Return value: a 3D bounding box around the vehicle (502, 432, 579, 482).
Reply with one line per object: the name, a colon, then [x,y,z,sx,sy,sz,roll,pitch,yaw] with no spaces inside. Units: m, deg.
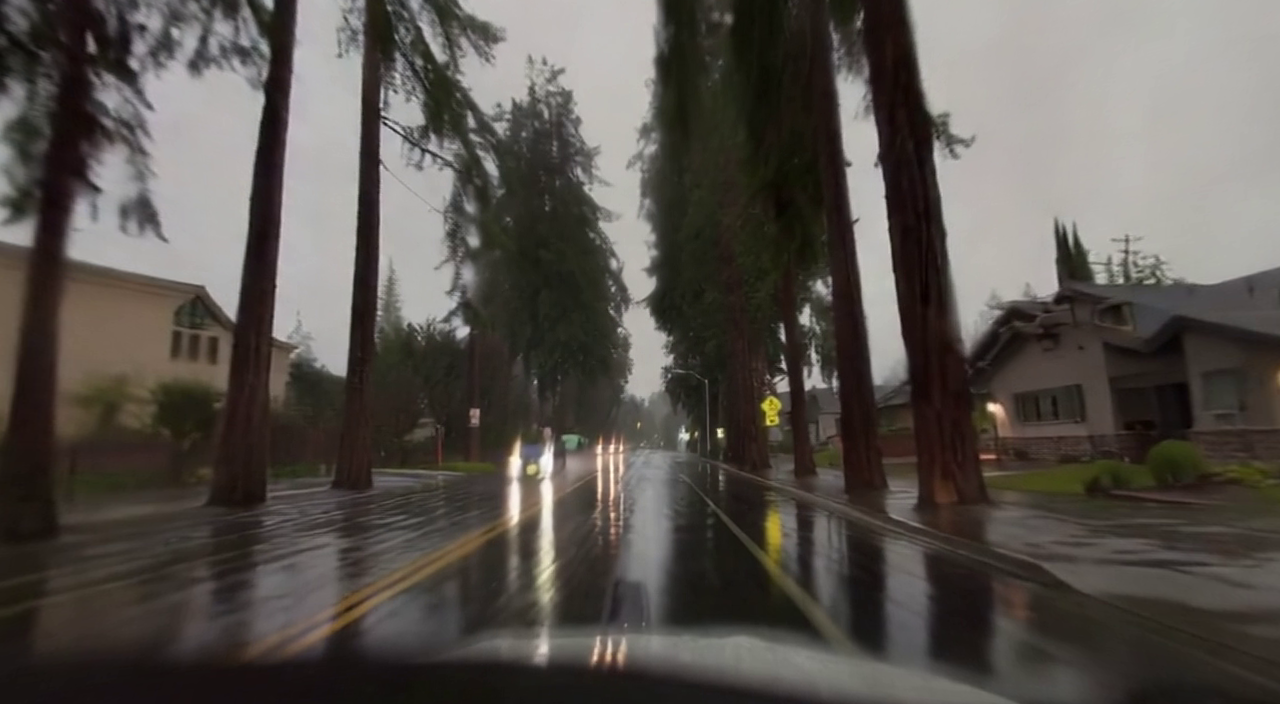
vehicle: [-3.865,4.177,25.393,2.172,1.793,4.696,0,-8,2]
